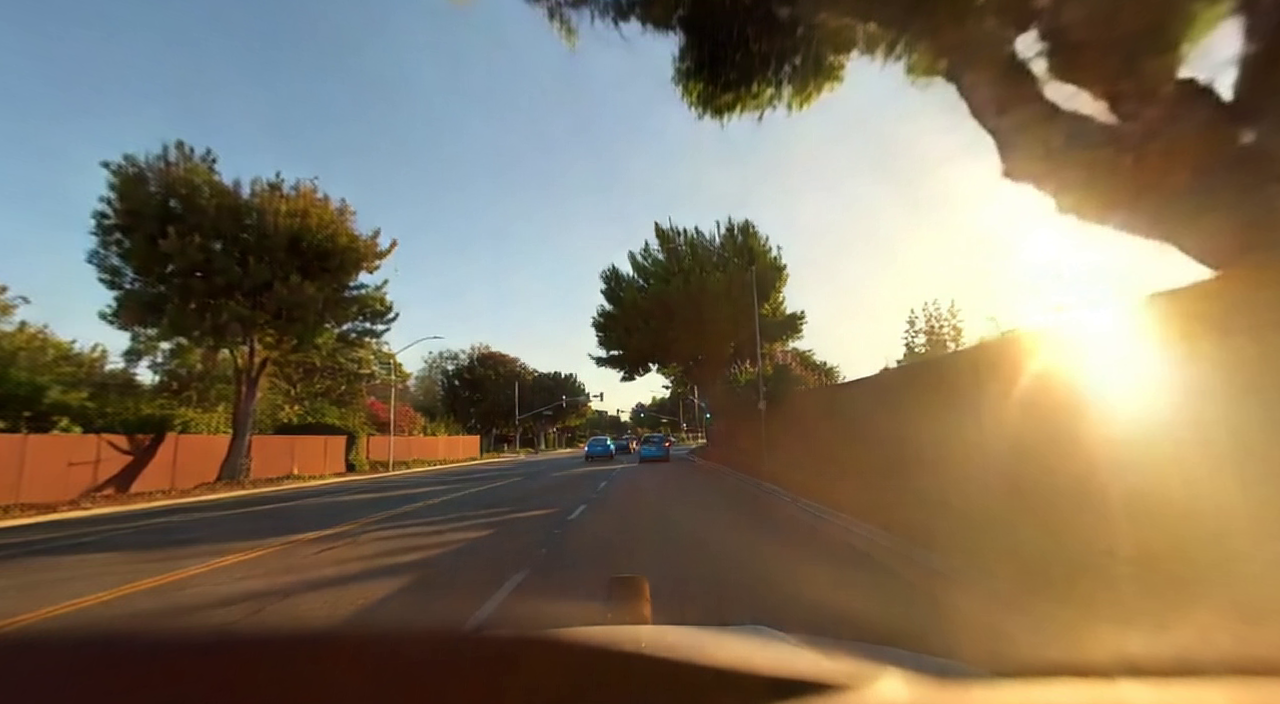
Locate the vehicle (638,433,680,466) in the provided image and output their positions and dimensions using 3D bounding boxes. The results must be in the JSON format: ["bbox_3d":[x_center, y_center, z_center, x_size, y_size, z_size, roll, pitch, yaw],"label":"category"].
[{"bbox_3d":[0.993,5.266,34.206,2.127,1.665,3.993,0,-9,0],"label":"vehicle"}]

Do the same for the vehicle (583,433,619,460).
[{"bbox_3d":[-2.679,6.637,44.085,2.190,1.766,4.394,0,-9,1],"label":"vehicle"}]
